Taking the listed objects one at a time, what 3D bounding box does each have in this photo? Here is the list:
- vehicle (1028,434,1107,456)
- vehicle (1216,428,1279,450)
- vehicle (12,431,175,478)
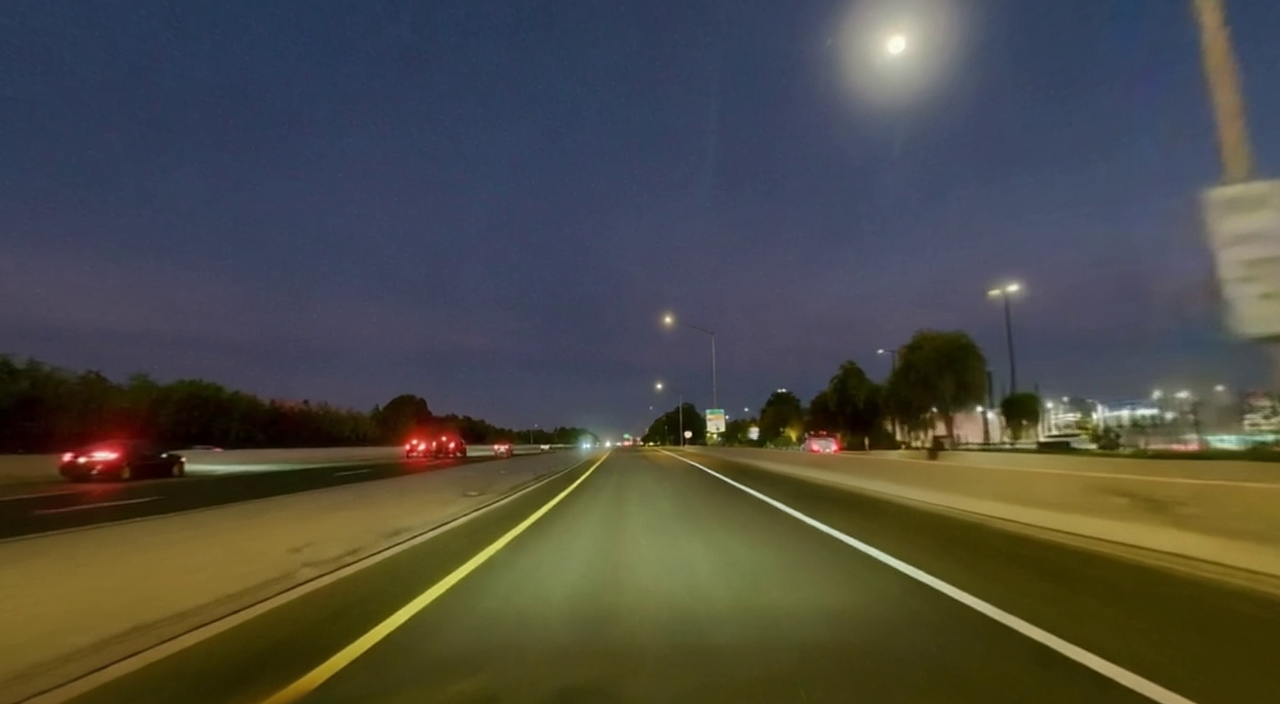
[{"bbox_3d":[30.213,6.568,44.746,4.141,1.505,1.972,0,-8,3],"label":"vehicle"},{"bbox_3d":[46.534,6.552,47.591,1.785,1.507,4.321,-1,-7,-9],"label":"vehicle"},{"bbox_3d":[-19.677,3.710,23.094,2.068,1.518,4.438,0,-8,-2],"label":"vehicle"}]
